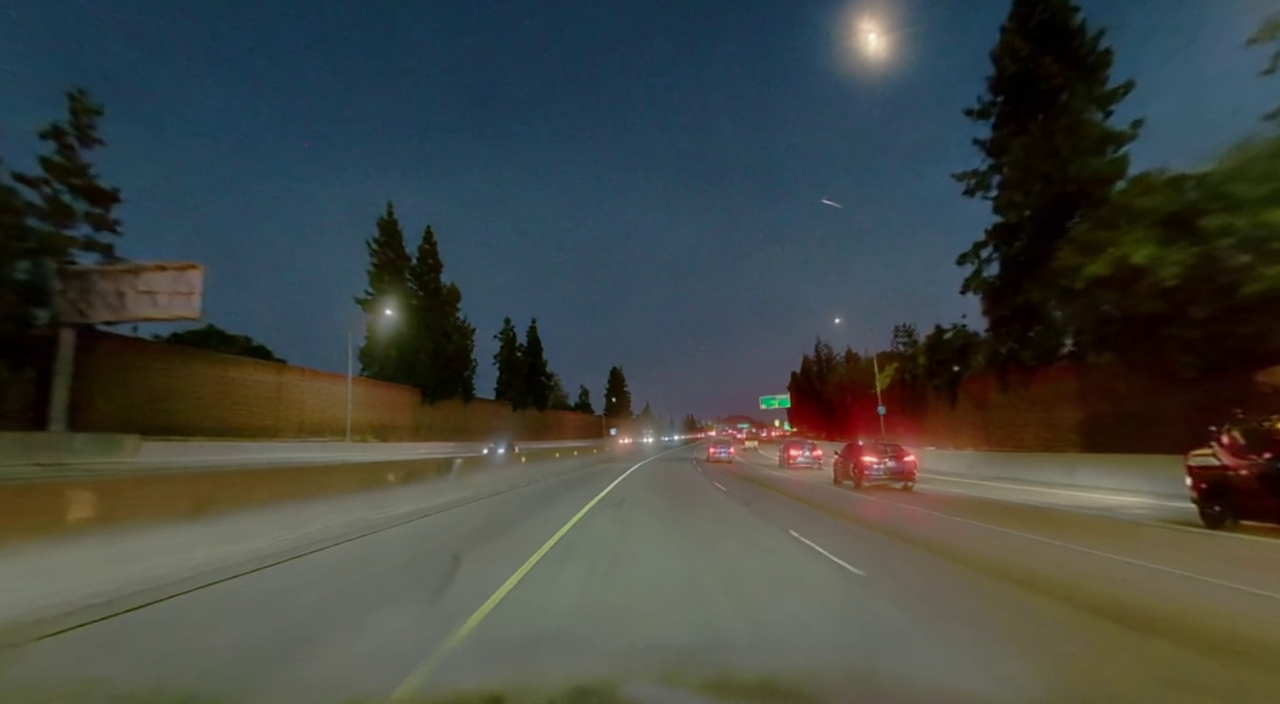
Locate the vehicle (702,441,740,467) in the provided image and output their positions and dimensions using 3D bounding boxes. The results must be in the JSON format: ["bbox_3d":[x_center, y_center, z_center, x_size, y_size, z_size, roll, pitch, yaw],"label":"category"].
[{"bbox_3d":[4.946,6.287,39.081,1.926,1.477,4.080,0,-8,2],"label":"vehicle"}]

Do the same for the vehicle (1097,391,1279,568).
[{"bbox_3d":[8.126,1.390,6.839,2.188,1.924,5.511,0,-8,0],"label":"vehicle"}]
